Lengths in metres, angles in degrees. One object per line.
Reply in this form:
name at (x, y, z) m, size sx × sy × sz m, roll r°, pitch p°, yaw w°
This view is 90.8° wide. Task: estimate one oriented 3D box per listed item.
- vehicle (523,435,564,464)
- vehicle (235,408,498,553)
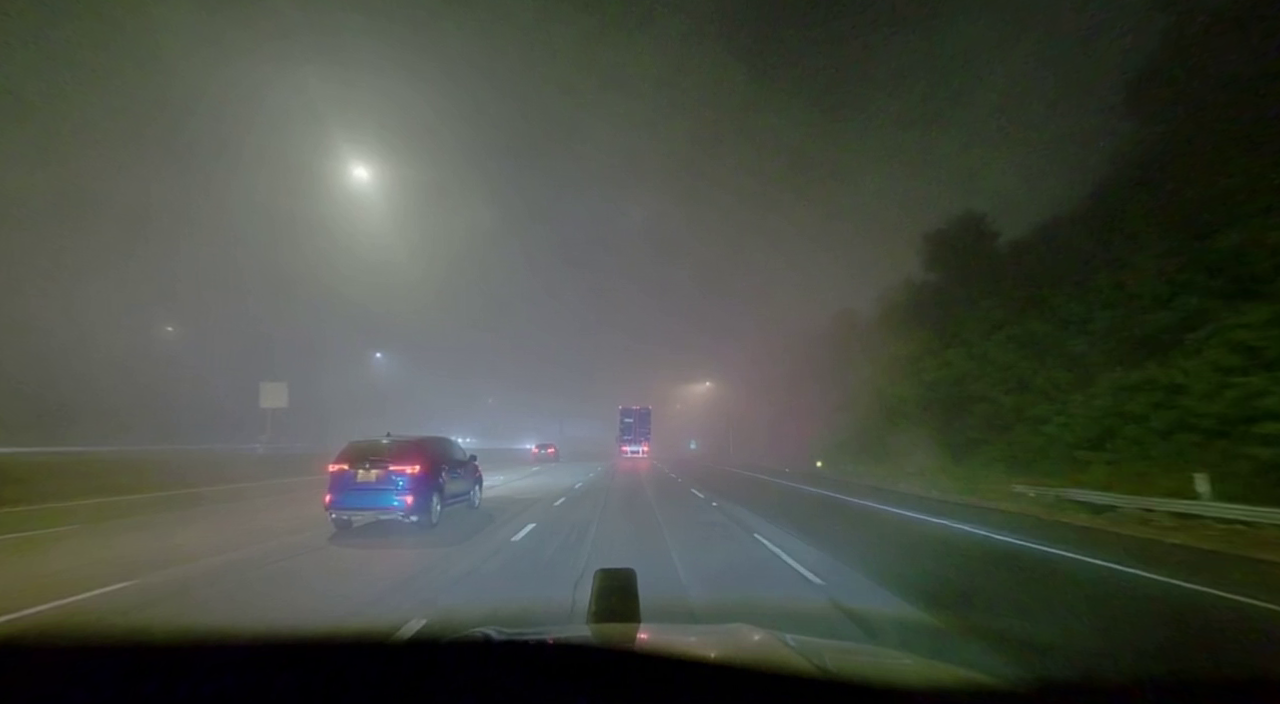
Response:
vehicle at (-7.174, 7.330, 47.603) m, size 2.247 × 2.001 × 5.002 m, roll 0°, pitch -9°, yaw 0°
vehicle at (-3.791, 1.879, 9.891) m, size 2.077 × 1.716 × 4.514 m, roll 0°, pitch -9°, yaw 0°
